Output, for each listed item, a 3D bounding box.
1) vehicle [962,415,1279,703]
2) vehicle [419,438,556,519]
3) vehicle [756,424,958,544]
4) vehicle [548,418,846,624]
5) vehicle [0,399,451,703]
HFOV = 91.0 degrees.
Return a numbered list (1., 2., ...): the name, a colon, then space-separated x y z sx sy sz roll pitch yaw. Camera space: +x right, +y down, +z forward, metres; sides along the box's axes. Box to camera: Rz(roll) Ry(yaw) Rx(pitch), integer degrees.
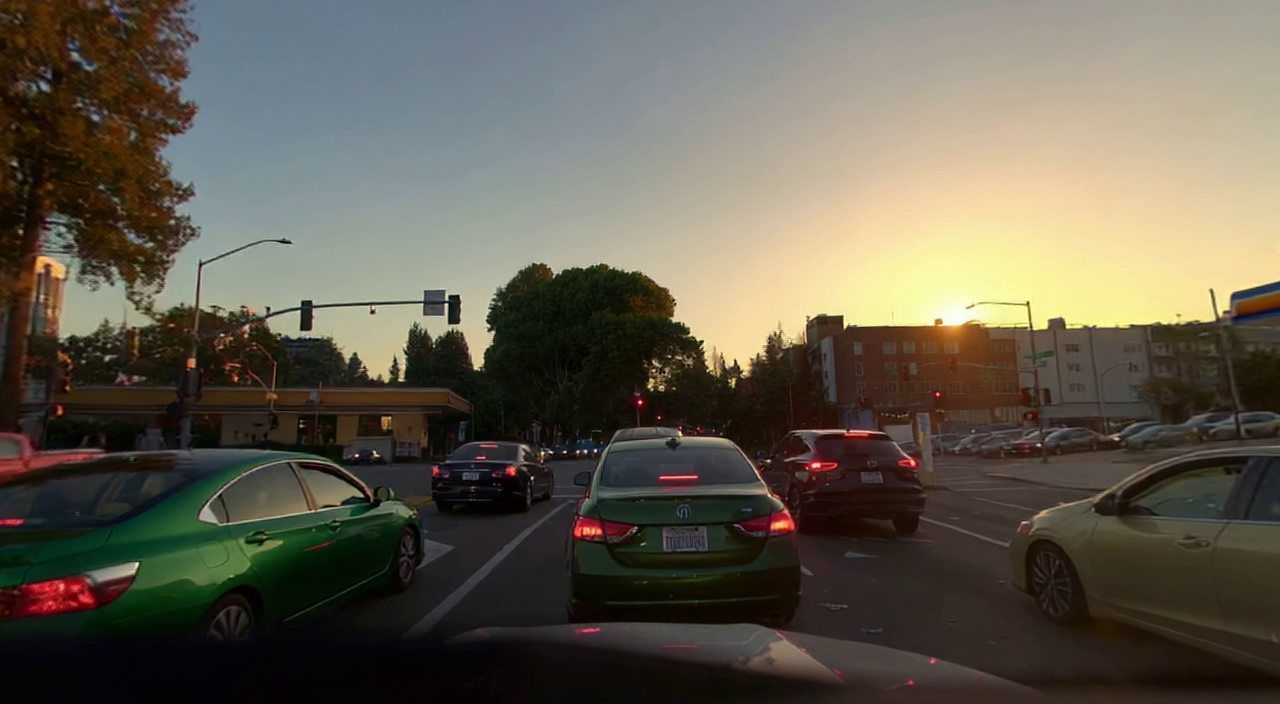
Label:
1. vehicle: 4.174 1.142 3.638 1.950 1.497 4.686 0 -9 -3
2. vehicle: -3.079 2.641 13.694 1.867 1.474 4.237 0 -9 0
3. vehicle: 3.377 2.127 10.792 1.947 1.630 4.127 0 -9 0
4. vehicle: 0.373 1.587 6.931 2.220 1.507 4.317 0 -9 -1
5. vehicle: -3.008 1.256 4.608 1.887 1.493 4.255 0 -9 0
